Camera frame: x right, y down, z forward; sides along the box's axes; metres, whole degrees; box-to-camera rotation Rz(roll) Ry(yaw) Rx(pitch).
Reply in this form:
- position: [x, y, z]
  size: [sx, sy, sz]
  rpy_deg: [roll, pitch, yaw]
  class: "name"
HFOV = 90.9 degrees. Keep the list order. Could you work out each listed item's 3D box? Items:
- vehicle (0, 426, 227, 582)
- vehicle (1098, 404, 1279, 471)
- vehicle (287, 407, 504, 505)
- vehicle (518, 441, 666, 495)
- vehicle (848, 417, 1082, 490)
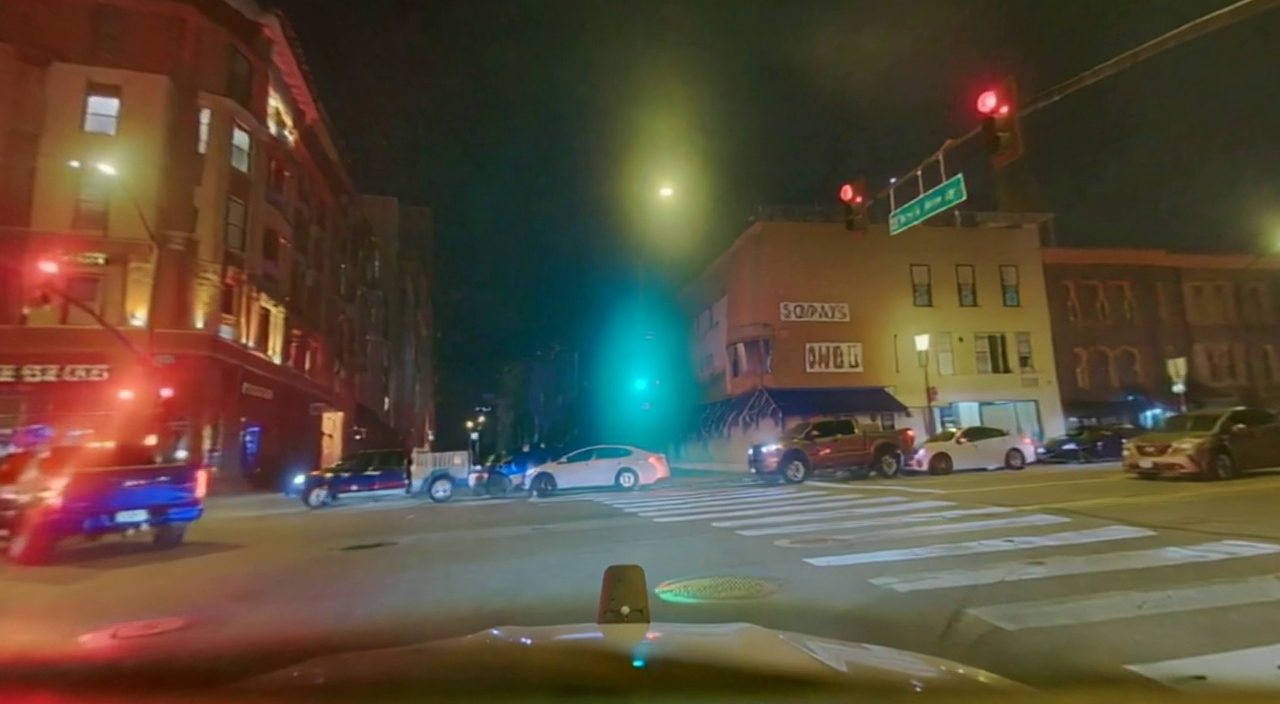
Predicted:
- position: [-10.055, 2.347, 10.704]
  size: [5.534, 2.020, 2.477]
  rpy_deg: [-4, -9, 26]
  class: "vehicle"
- position: [14.457, 2.200, 16.210]
  size: [4.390, 1.552, 1.925]
  rpy_deg: [2, -9, -16]
  class: "vehicle"
- position: [-7.712, 3.364, 20.760]
  size: [6.182, 2.913, 2.526]
  rpy_deg: [1, -8, -11]
  class: "vehicle"
- position: [-1.592, 3.657, 20.218]
  size: [4.515, 1.583, 1.920]
  rpy_deg: [1, -8, -10]
  class: "vehicle"
- position: [7.398, 2.292, 14.485]
  size: [4.600, 1.506, 1.878]
  rpy_deg: [2, -8, -15]
  class: "vehicle"
